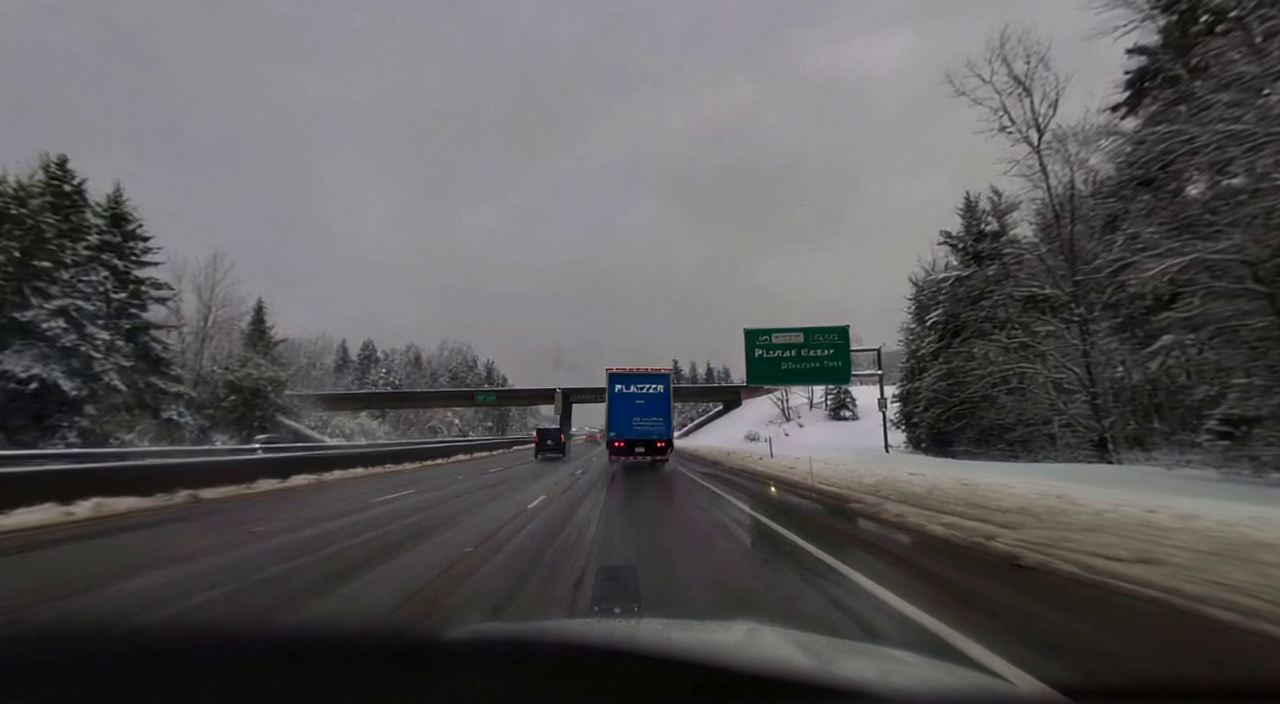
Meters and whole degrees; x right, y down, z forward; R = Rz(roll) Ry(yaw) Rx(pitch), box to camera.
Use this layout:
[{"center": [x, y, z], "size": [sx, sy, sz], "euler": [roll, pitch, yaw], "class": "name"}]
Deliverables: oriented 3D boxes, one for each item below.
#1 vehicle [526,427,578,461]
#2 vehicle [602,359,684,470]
[{"center": [-4.760, 5.061, 34.762], "size": [2.198, 1.712, 4.655], "euler": [0, -8, -1], "class": "vehicle"}, {"center": [-0.116, 3.023, 28.476], "size": [2.926, 3.959, 11.818], "euler": [0, -8, -2], "class": "vehicle"}]
